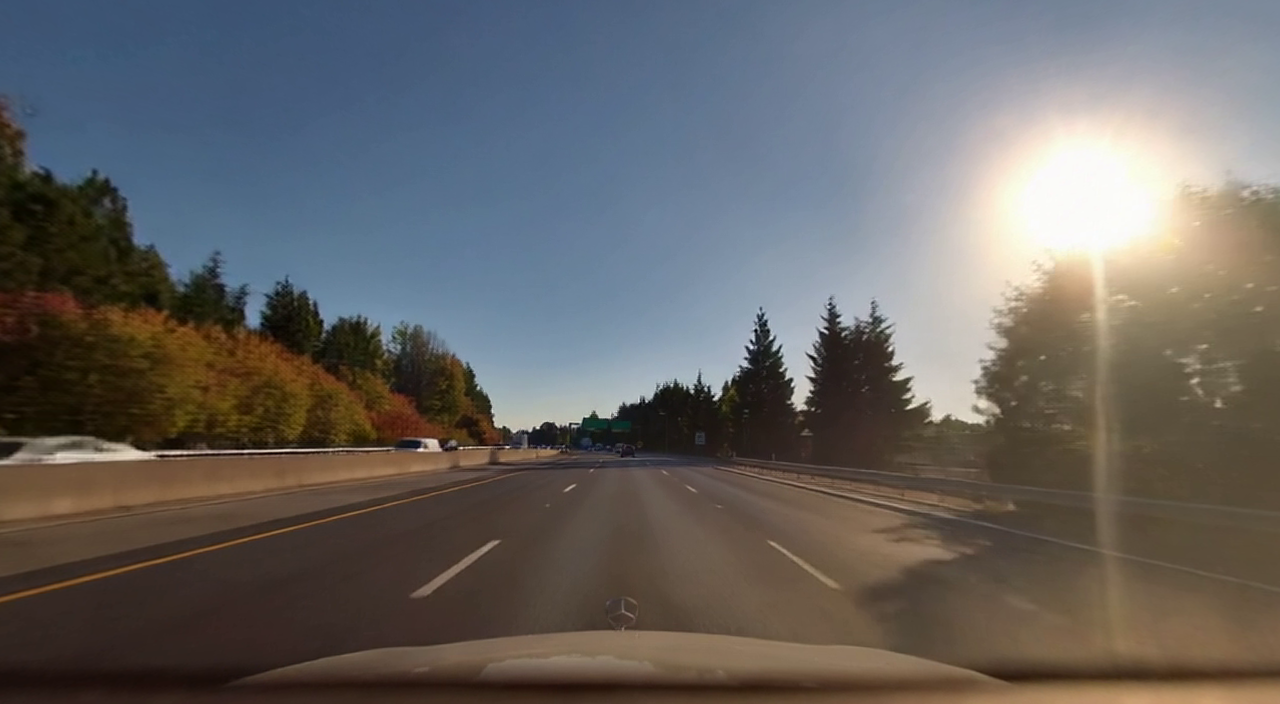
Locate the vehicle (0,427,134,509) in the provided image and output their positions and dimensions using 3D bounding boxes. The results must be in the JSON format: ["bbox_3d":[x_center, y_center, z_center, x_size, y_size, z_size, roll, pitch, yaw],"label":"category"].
[{"bbox_3d":[-12.916,2.293,12.477,1.853,1.506,4.630,0,-9,-1],"label":"vehicle"}]

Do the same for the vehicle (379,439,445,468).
[{"bbox_3d":[-13.192,5.934,36.610,2.021,1.545,4.889,0,-9,-1],"label":"vehicle"}]
